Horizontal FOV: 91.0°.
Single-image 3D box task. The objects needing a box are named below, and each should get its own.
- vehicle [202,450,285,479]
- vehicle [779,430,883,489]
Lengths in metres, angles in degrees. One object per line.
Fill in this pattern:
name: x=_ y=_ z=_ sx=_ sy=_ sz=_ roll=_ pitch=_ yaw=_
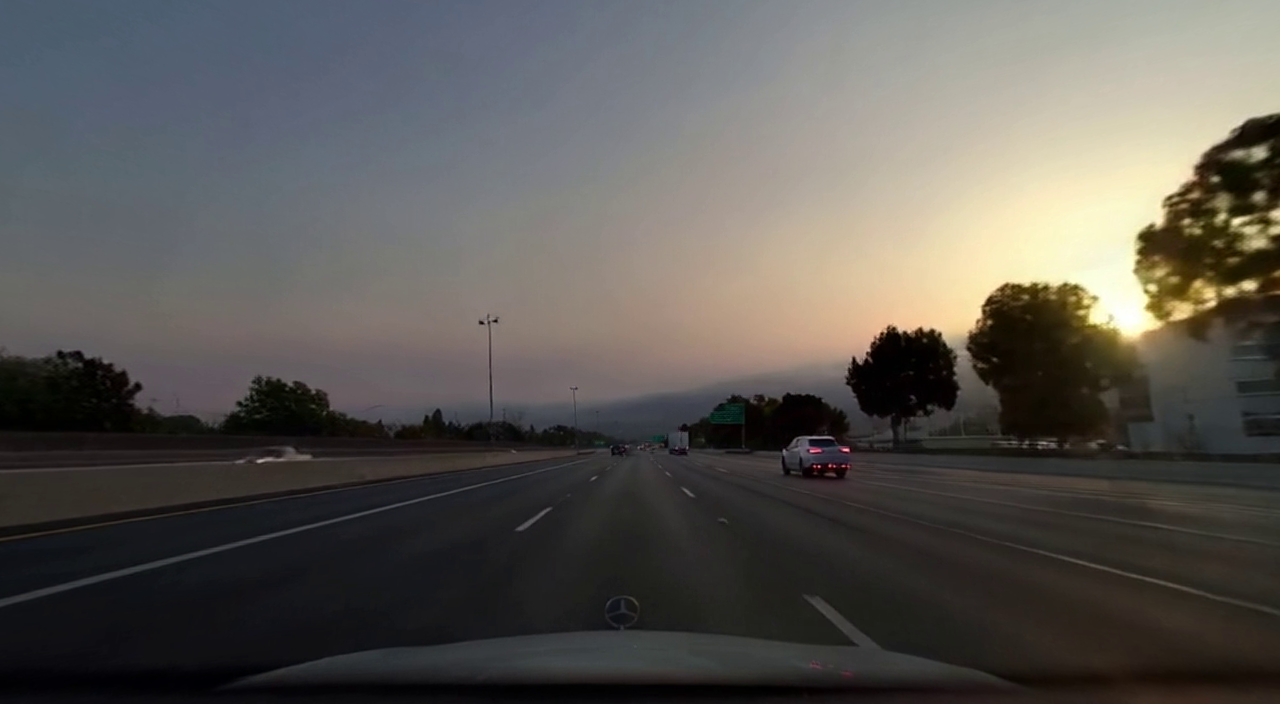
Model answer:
vehicle: x=-24.064 y=6.808 z=38.431 sx=1.981 sy=1.604 sz=4.605 roll=0 pitch=-9 yaw=1
vehicle: x=6.338 y=3.635 z=21.540 sx=2.096 sy=1.767 sz=4.601 roll=0 pitch=-9 yaw=0
